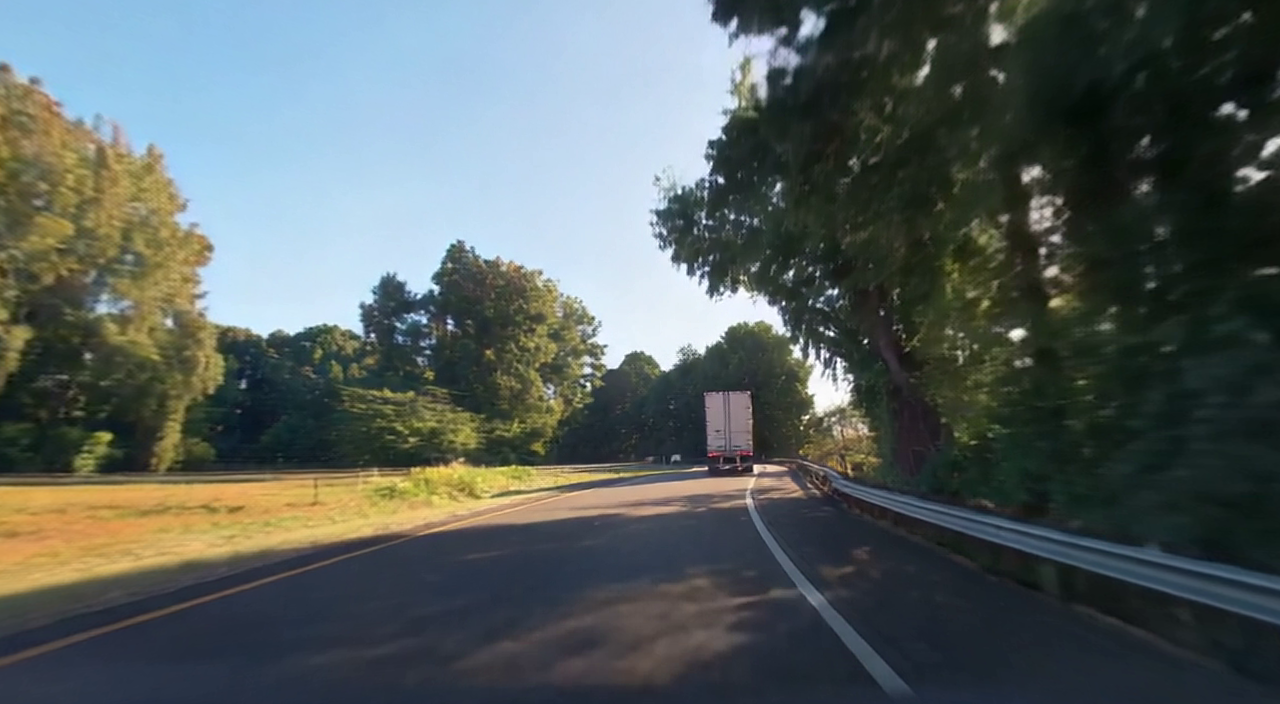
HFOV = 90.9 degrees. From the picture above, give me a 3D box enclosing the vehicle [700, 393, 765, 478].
[{"bbox_3d":[5.903,5.163,38.090,3.087,4.178,13.682,-2,-9,11],"label":"vehicle"}]
